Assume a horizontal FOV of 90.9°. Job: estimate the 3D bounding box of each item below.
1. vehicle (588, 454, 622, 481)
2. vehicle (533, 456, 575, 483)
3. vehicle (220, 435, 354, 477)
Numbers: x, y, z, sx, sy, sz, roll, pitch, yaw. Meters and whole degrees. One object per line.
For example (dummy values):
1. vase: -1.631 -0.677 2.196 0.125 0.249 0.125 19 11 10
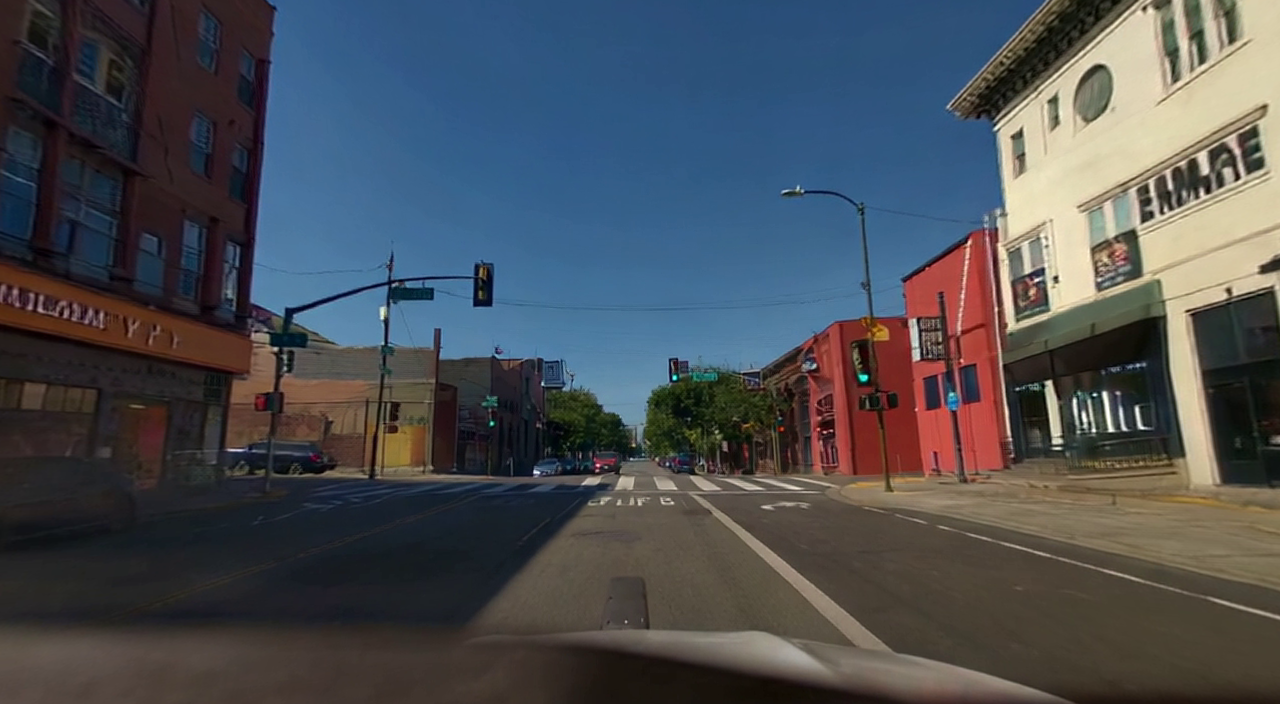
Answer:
1. vehicle: -2.355 7.900 43.406 1.981 1.625 4.399 0 -8 1
2. vehicle: -5.845 8.026 43.424 2.167 1.643 4.518 -1 -8 2
3. vehicle: -17.651 5.196 31.711 5.376 1.994 2.196 0 -8 1
